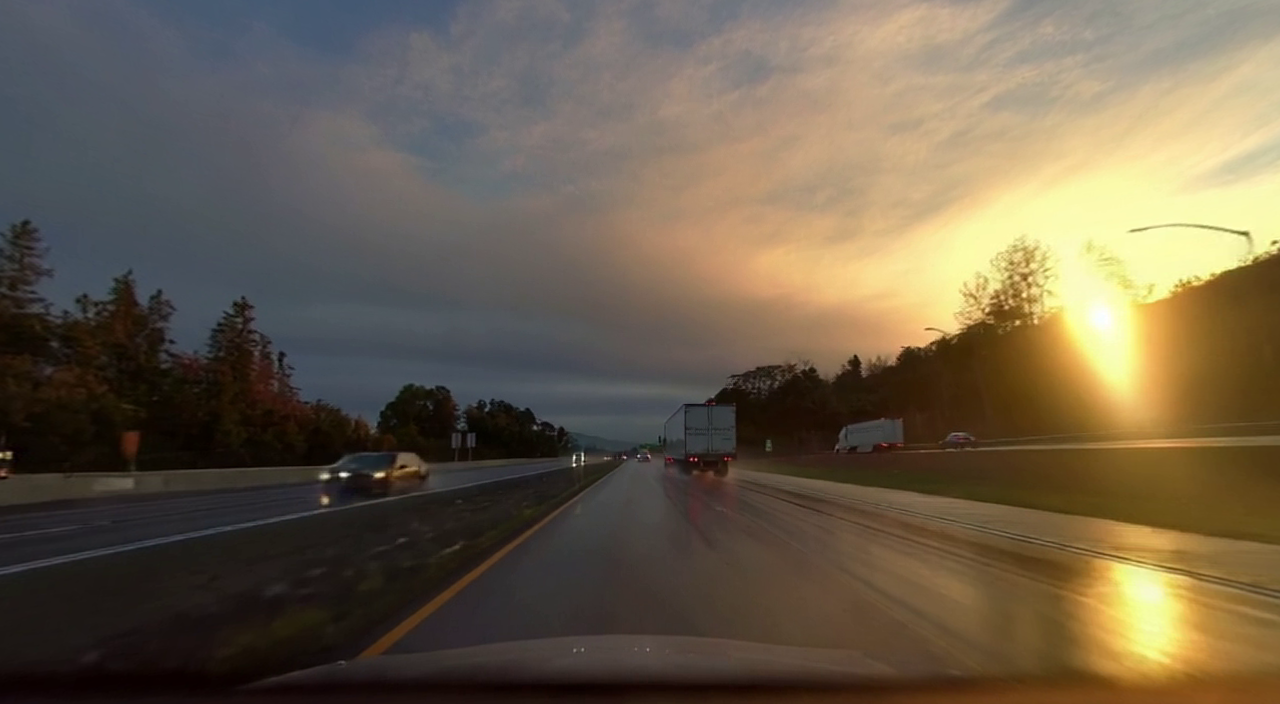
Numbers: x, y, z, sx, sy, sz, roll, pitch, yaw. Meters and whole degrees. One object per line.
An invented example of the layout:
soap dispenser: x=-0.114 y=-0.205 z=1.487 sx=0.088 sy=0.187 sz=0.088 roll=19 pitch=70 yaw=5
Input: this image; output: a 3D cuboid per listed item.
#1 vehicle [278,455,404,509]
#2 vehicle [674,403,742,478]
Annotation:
vehicle: x=-9.161 y=3.987 z=19.686 sx=1.908 sy=1.448 sz=4.097 roll=0 pitch=-9 yaw=0
vehicle: x=4.121 y=5.895 z=41.258 sx=3.185 sy=4.154 sz=12.638 roll=0 pitch=-9 yaw=1
